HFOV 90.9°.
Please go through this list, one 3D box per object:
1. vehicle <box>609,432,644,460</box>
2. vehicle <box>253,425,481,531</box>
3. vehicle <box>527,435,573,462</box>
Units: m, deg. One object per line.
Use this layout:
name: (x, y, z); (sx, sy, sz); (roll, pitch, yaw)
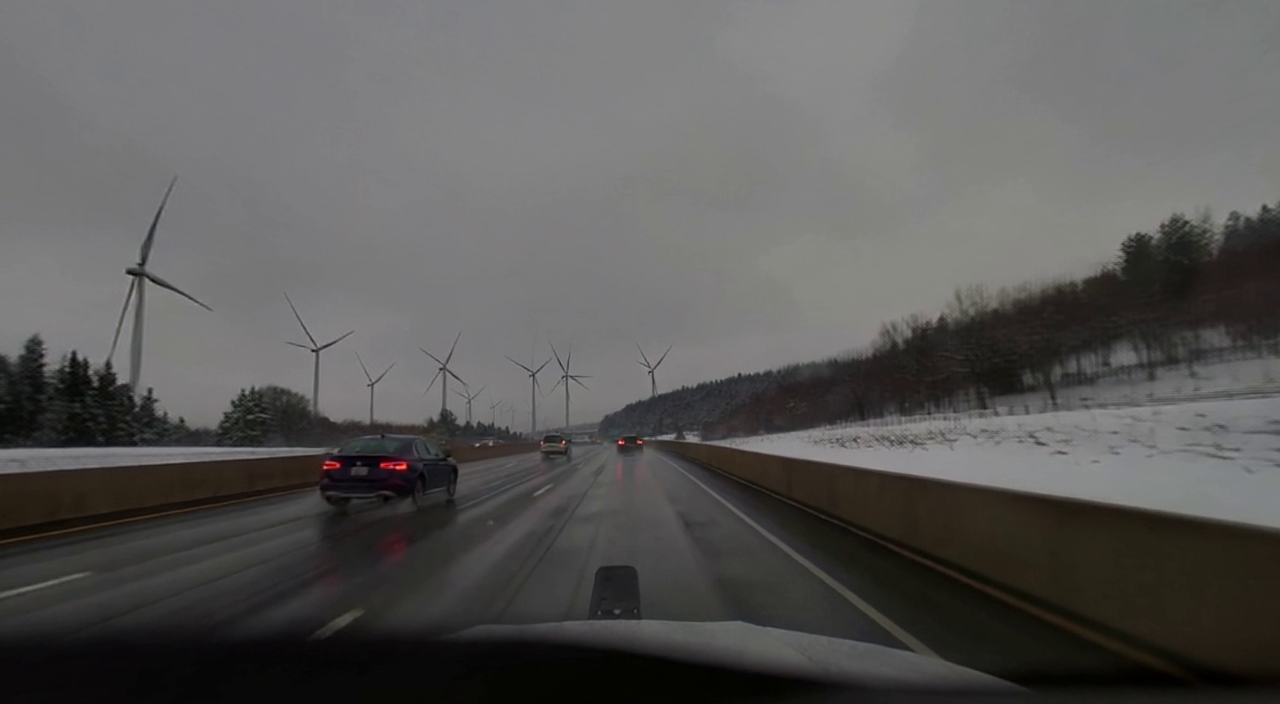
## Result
vehicle: (-0.831, 5.687, 38.282); (2.027, 1.550, 3.607); (0, -8, -1)
vehicle: (-4.389, 2.075, 11.143); (1.998, 1.468, 4.635); (0, -8, -1)
vehicle: (-4.958, 5.367, 35.284); (2.059, 1.436, 3.802); (0, -8, -1)
